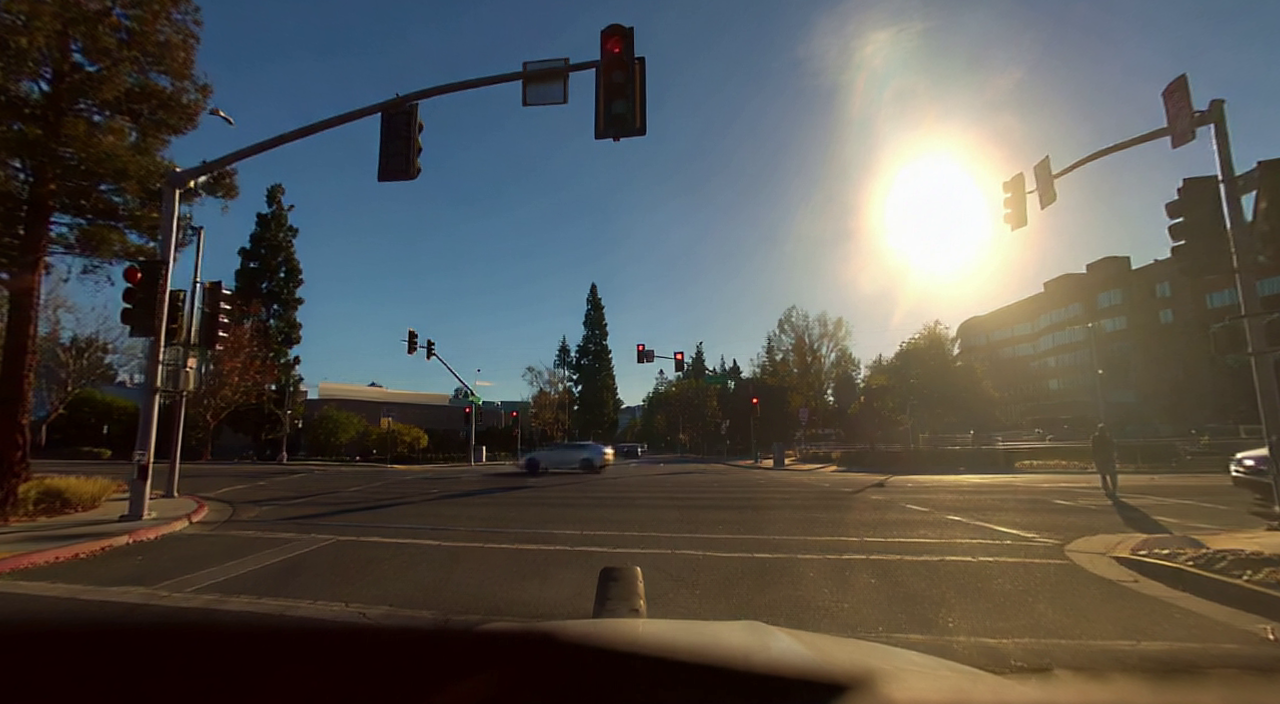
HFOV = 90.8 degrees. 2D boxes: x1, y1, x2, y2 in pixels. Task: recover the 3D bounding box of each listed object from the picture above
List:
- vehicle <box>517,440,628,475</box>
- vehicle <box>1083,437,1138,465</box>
[{"bbox_3d":[-3.029,4.763,28.710,4.588,1.484,2.000,-3,-9,14],"label":"vehicle"},{"bbox_3d":[26.955,5.654,36.150,2.092,1.474,4.046,-8,-11,40],"label":"vehicle"}]
